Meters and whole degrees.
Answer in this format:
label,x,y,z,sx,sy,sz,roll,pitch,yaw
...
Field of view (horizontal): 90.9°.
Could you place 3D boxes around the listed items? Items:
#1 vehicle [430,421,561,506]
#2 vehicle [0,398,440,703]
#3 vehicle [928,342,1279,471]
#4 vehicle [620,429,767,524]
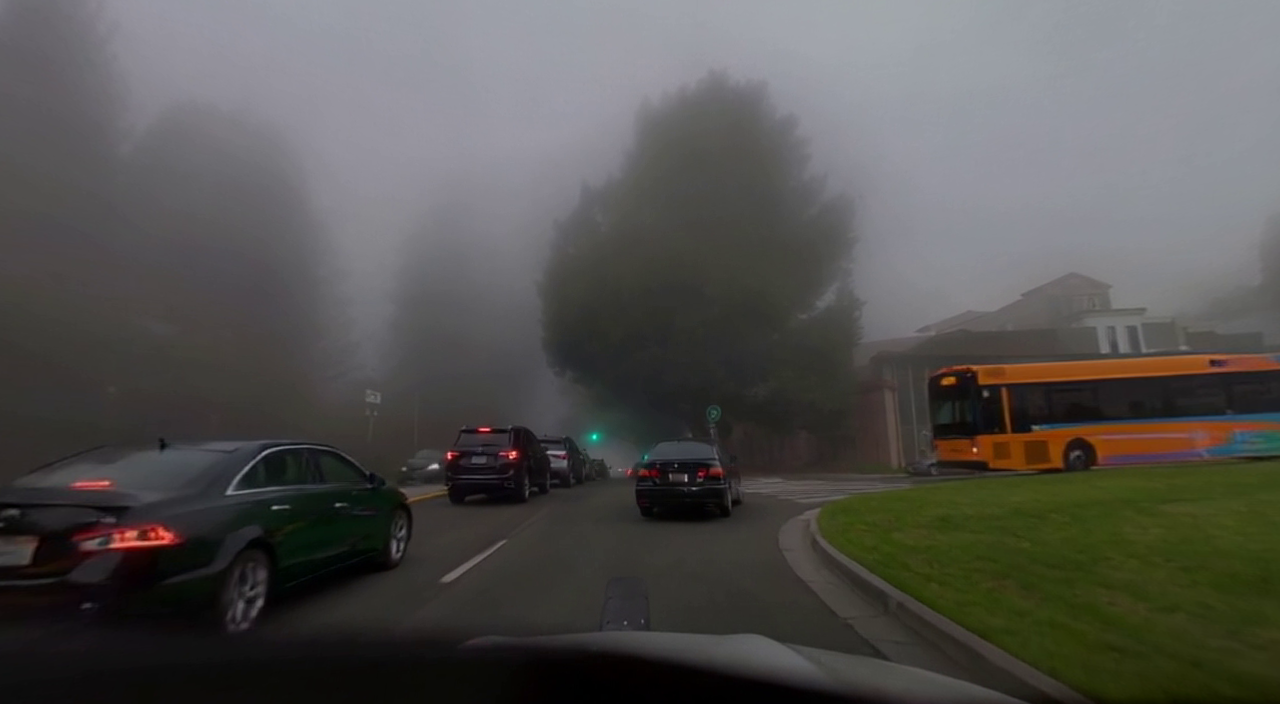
label,x,y,z,sx,sy,sz,roll,pitch,yaw
vehicle,-3.310,2.657,15.506,2.017,1.761,4.572,0,-8,2
vehicle,-3.344,1.219,4.544,1.953,1.480,4.522,-1,-8,6
vehicle,14.083,1.668,18.115,9.977,3.303,2.948,-2,-8,10
vehicle,1.207,2.270,12.115,2.020,1.478,3.922,-3,-8,17
